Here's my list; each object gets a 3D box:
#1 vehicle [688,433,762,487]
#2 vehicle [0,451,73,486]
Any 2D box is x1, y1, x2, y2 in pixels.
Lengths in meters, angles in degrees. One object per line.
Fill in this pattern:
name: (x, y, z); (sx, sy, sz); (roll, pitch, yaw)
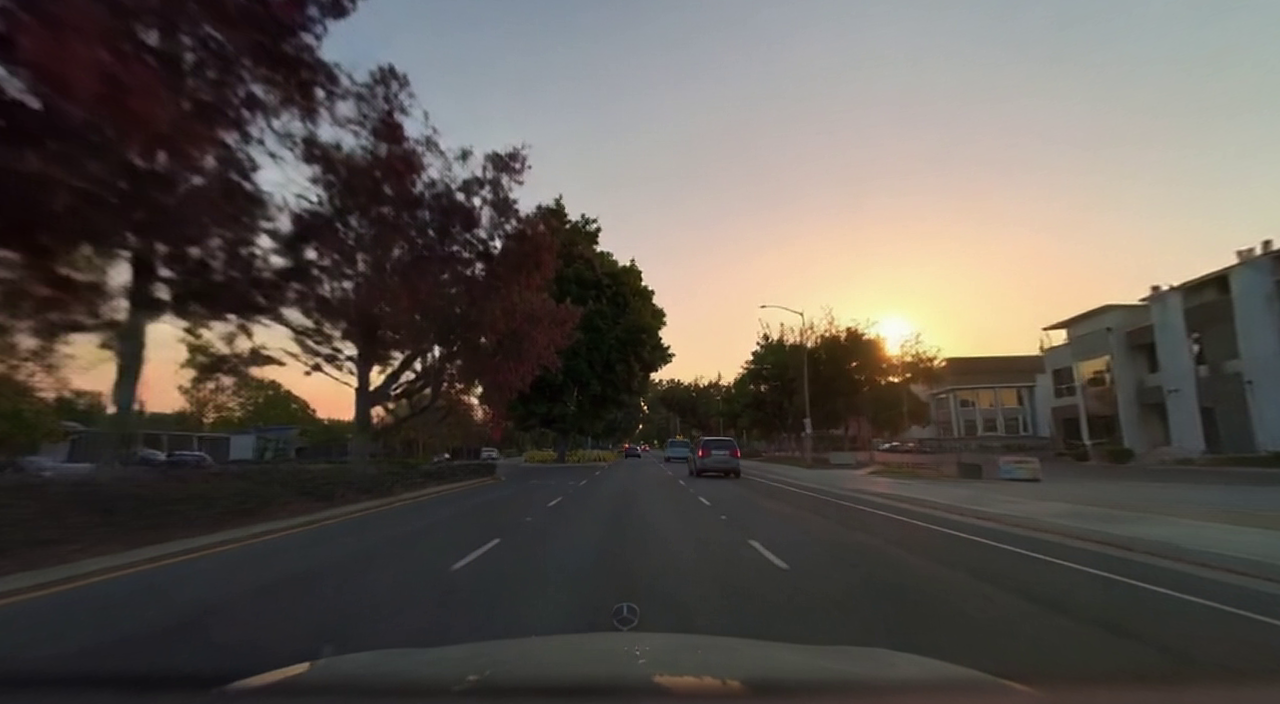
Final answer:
vehicle: (3.034, 3.987, 23.592); (2.060, 1.816, 4.343); (0, -9, -1)
vehicle: (-33.269, 6.081, 33.173); (4.932, 1.730, 1.939); (0, -9, -2)
